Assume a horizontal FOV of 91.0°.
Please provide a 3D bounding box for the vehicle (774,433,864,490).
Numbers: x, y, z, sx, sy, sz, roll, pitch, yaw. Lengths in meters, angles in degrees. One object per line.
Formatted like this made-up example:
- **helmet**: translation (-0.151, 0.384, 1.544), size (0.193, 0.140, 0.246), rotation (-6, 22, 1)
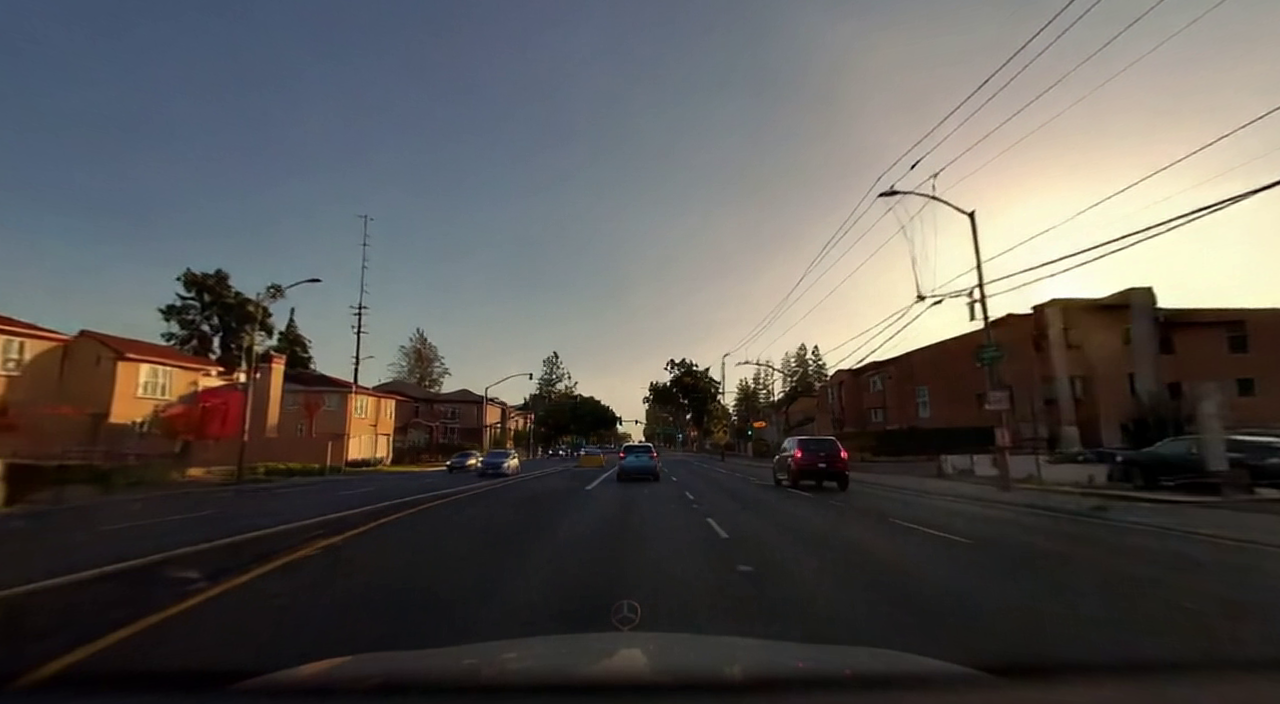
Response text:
- **vehicle**: translation (6.540, 4.061, 23.596), size (2.061, 1.889, 4.268), rotation (0, -9, 0)

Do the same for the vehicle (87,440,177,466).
- **vehicle**: translation (-38.852, 7.744, 48.427), size (2.135, 1.897, 5.780), rotation (0, -8, 0)

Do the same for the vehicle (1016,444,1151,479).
- **vehicle**: translation (18.712, 4.626, 26.709), size (4.165, 1.386, 1.999), rotation (0, -9, 0)

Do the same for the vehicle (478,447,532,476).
- **vehicle**: translation (-7.518, 6.140, 35.555), size (2.056, 1.522, 4.292), rotation (0, -9, 1)

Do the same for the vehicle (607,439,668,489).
- **vehicle**: translation (-0.091, 4.261, 24.243), size (2.138, 1.702, 4.168), rotation (0, -9, 0)

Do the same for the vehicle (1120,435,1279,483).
- **vehicle**: translation (19.114, 3.571, 21.091), size (4.415, 1.519, 1.907), rotation (0, -9, 2)
